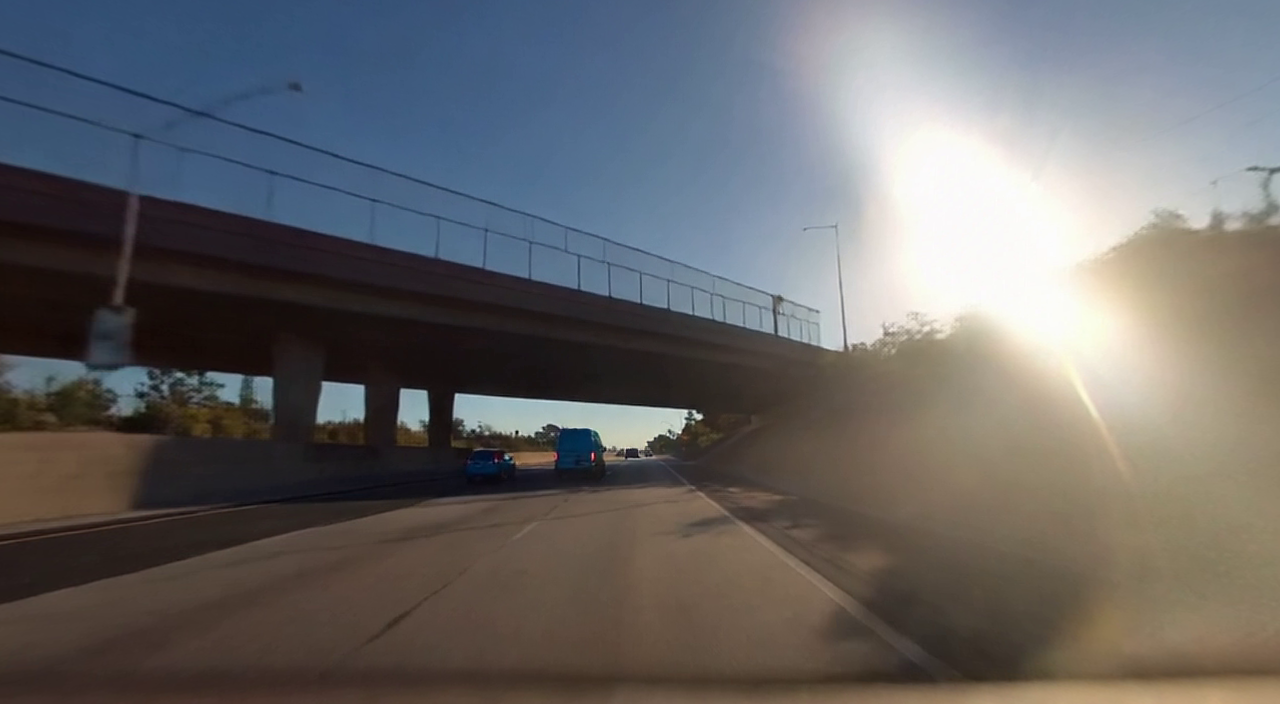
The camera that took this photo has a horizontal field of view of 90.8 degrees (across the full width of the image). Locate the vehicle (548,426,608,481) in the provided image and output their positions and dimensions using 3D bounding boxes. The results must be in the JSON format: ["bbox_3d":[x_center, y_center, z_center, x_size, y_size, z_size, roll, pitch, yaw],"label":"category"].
[{"bbox_3d":[-3.063,5.234,32.591,2.437,2.565,5.829,0,-9,1],"label":"vehicle"}]

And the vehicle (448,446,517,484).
[{"bbox_3d":[-7.520,5.429,30.567,2.164,1.664,4.252,0,-9,1],"label":"vehicle"}]
